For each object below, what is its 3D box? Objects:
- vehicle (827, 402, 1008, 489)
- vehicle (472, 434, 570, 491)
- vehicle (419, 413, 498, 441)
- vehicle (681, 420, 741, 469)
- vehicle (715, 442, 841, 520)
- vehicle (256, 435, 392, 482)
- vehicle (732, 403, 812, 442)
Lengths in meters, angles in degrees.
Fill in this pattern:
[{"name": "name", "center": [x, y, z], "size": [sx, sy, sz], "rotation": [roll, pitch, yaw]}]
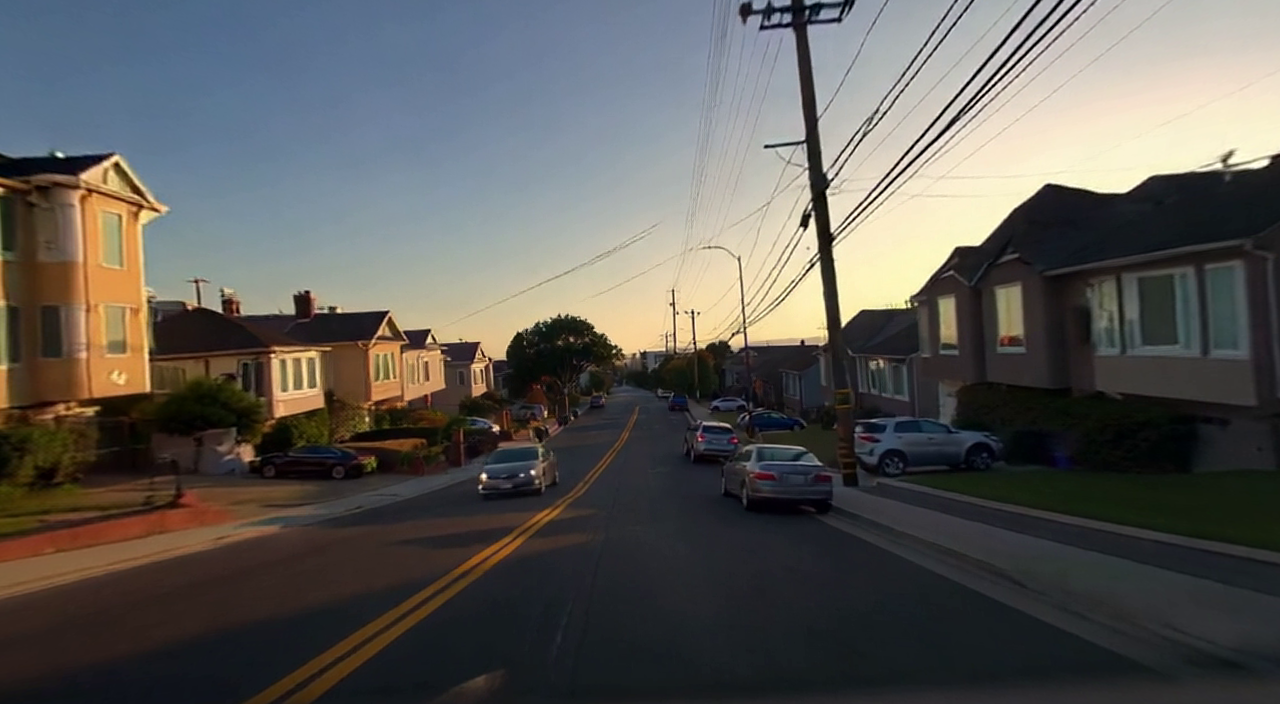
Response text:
[{"name": "vehicle", "center": [8.119, 2.768, 18.726], "size": [4.286, 2.044, 1.913], "rotation": [-5, -8, -1]}, {"name": "vehicle", "center": [-3.587, 3.395, 19.852], "size": [2.096, 1.542, 4.481], "rotation": [0, -7, 2]}, {"name": "vehicle", "center": [-12.015, 5.013, 41.812], "size": [4.525, 1.797, 2.024], "rotation": [-1, -9, 5]}, {"name": "vehicle", "center": [3.185, 4.220, 29.369], "size": [2.211, 1.860, 4.813], "rotation": [0, -4, 0]}, {"name": "vehicle", "center": [2.943, 2.851, 14.505], "size": [2.063, 1.503, 4.415], "rotation": [0, -9, 2]}, {"name": "vehicle", "center": [-11.989, 4.051, 24.139], "size": [4.236, 1.654, 1.745], "rotation": [0, -8, -5]}, {"name": "vehicle", "center": [8.572, 4.650, 41.212], "size": [4.622, 1.826, 2.065], "rotation": [-8, -9, 0]}]
